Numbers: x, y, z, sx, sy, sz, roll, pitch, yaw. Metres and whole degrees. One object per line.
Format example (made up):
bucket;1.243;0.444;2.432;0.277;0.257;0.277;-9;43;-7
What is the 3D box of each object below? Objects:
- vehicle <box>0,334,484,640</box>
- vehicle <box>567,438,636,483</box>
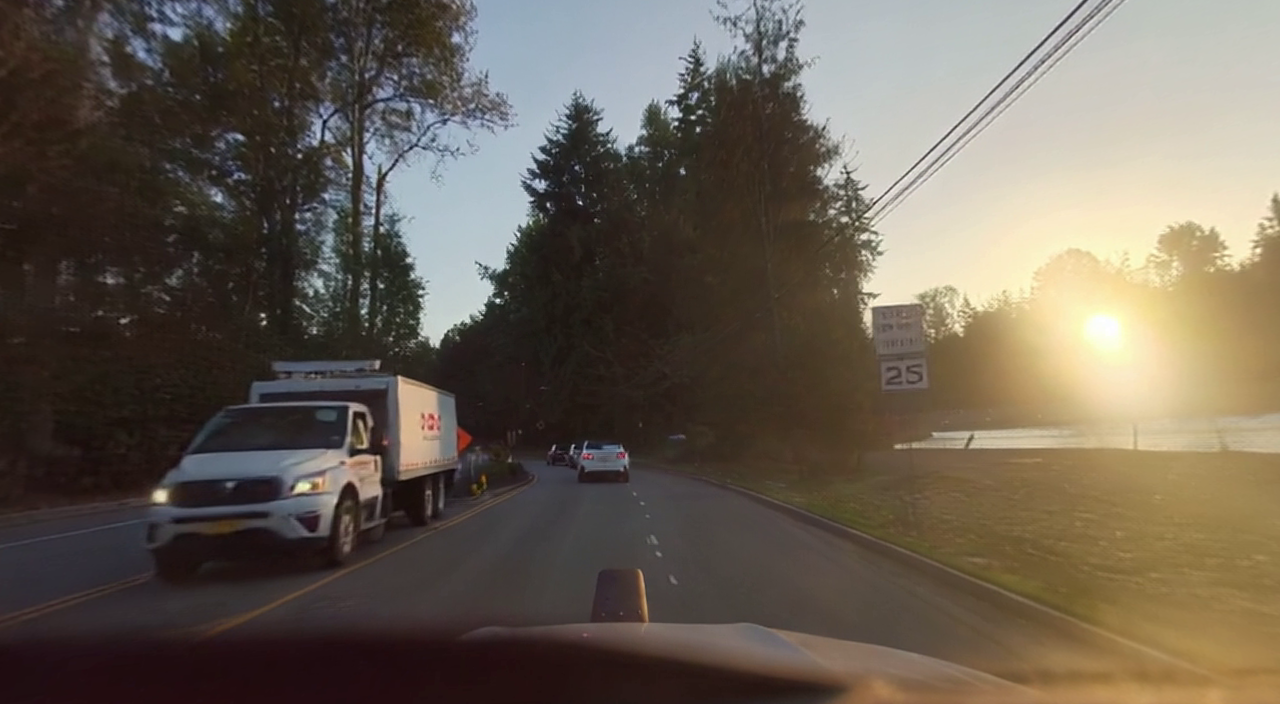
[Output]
vehicle;-3.653;1.344;7.417;2.671;2.053;6.074;1;-8;-6
vehicle;-1.510;3.916;23.113;2.186;1.463;4.356;1;-8;-8
